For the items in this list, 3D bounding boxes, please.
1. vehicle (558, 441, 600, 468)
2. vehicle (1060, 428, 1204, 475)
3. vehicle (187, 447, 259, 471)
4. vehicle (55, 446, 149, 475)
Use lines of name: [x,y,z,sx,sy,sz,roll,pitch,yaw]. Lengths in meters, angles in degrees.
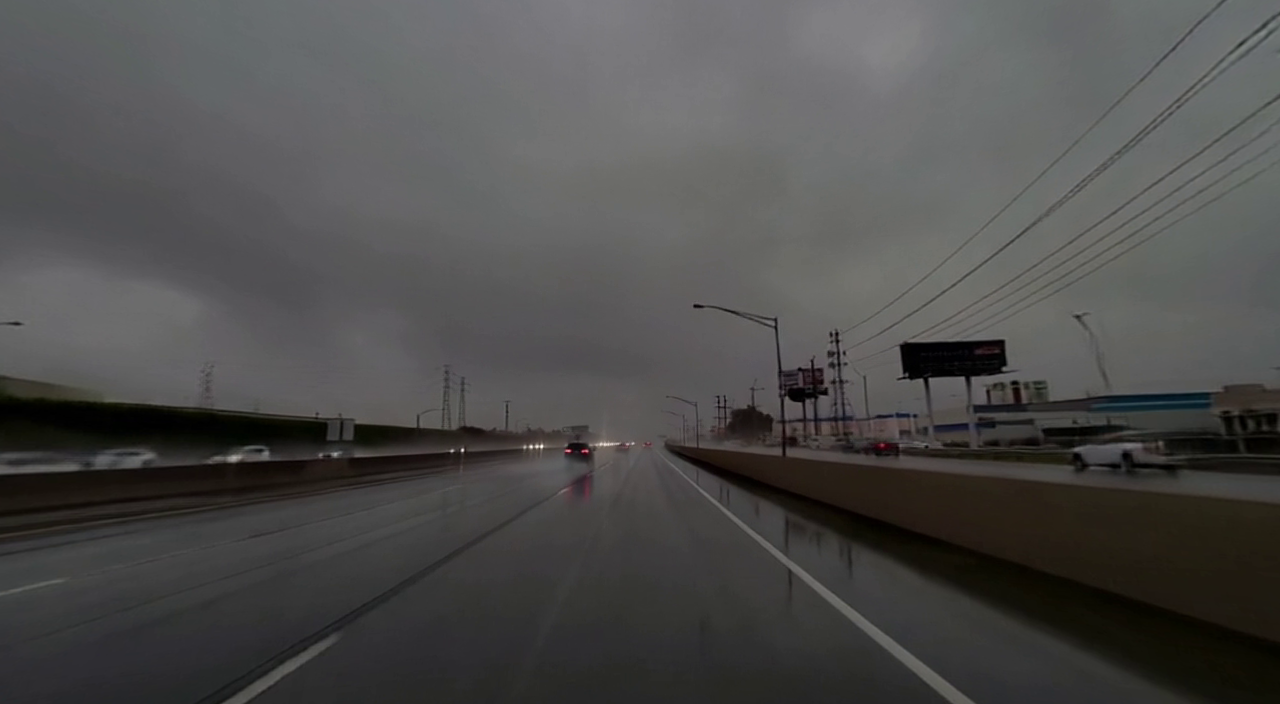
vehicle: [-3.583,6.127,37.995,1.940,1.479,4.545,0,-8,1]
vehicle: [18.944,3.853,24.668,1.842,1.639,4.554,0,-8,-2]
vehicle: [-28.660,7.366,43.604,1.860,1.512,4.369,0,-9,1]
vehicle: [-33.046,6.636,39.015,1.880,1.650,4.437,0,-8,0]
